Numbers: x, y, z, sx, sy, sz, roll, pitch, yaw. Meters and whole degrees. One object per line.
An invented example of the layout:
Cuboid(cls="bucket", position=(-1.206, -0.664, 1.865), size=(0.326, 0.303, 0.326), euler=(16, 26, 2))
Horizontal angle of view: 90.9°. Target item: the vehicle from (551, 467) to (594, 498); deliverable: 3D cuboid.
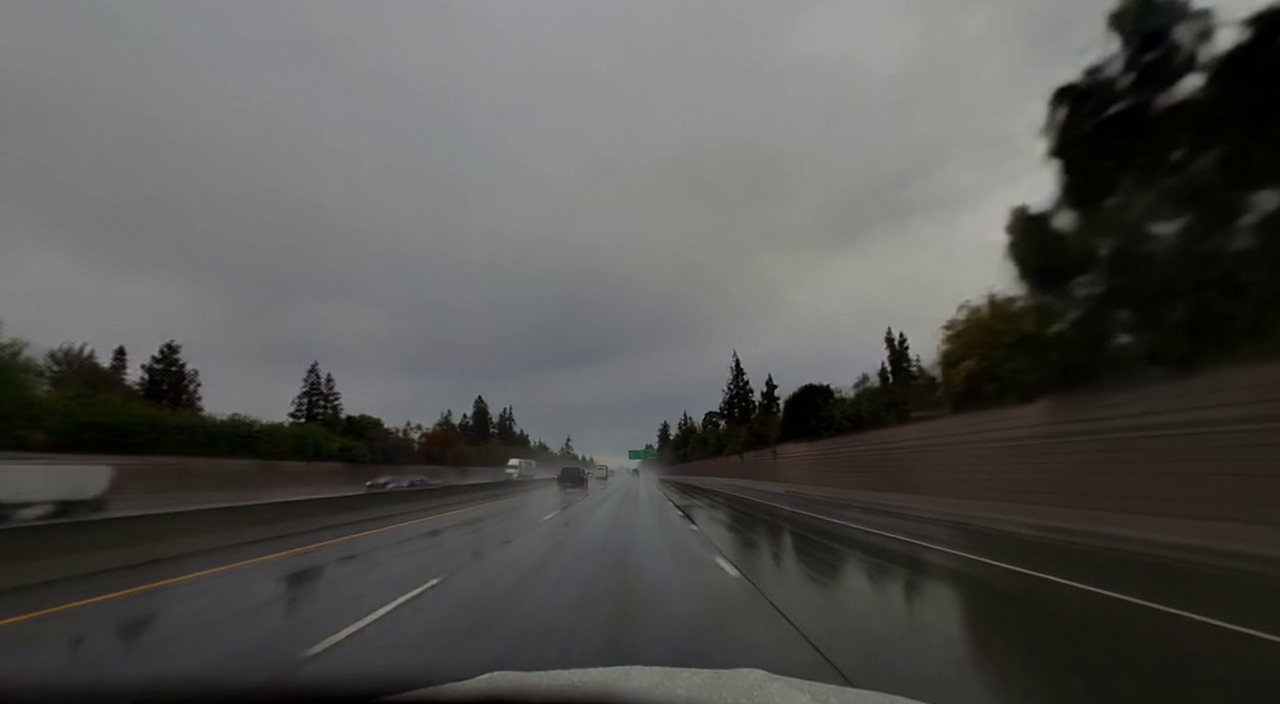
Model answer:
Cuboid(cls="vehicle", position=(-3.514, 6.852, 33.278), size=(1.863, 1.486, 3.852), euler=(1, -10, -1))
